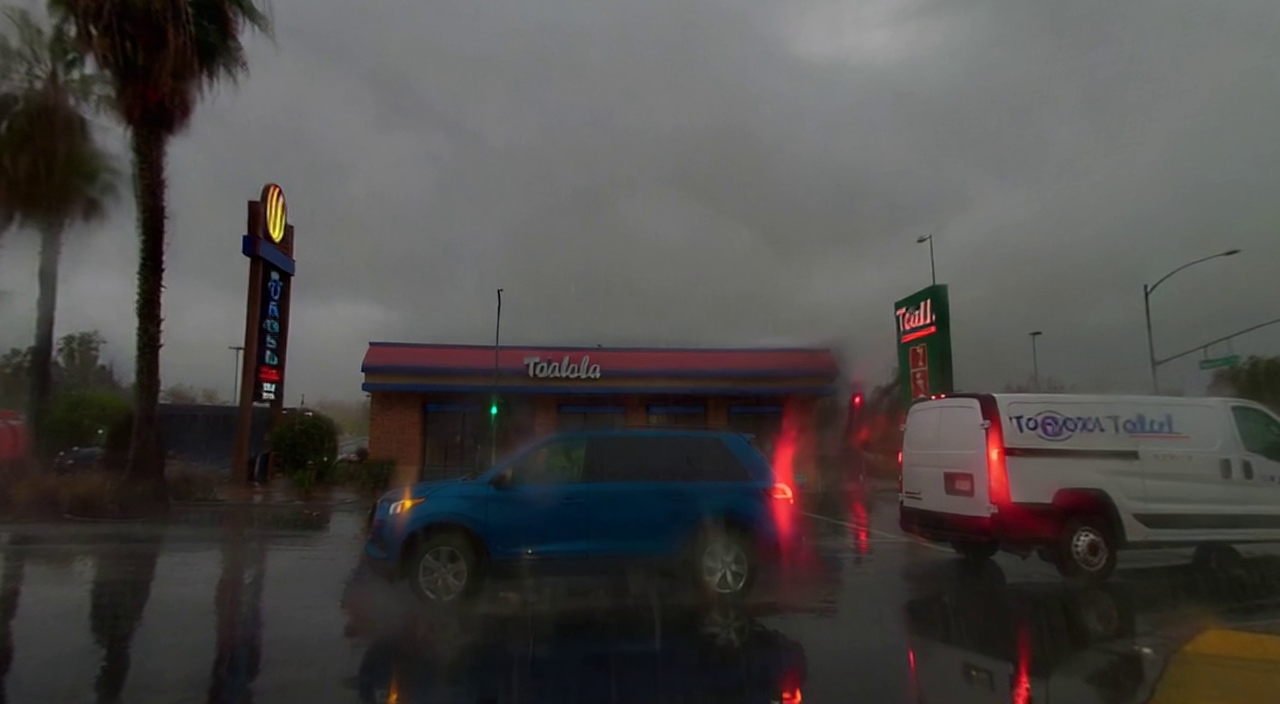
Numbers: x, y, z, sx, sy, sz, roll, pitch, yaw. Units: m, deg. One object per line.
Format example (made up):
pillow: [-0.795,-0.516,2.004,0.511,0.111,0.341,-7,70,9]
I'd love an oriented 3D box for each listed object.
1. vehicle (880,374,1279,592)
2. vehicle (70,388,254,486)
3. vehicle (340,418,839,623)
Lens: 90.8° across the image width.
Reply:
vehicle: [6.634,1.552,8.038,6.246,2.202,2.277,1,-9,-7]
vehicle: [-21.676,4.011,29.439,3.034,3.929,7.699,1,-9,-6]
vehicle: [-0.488,1.646,6.859,4.493,1.728,2.137,1,-9,-9]
